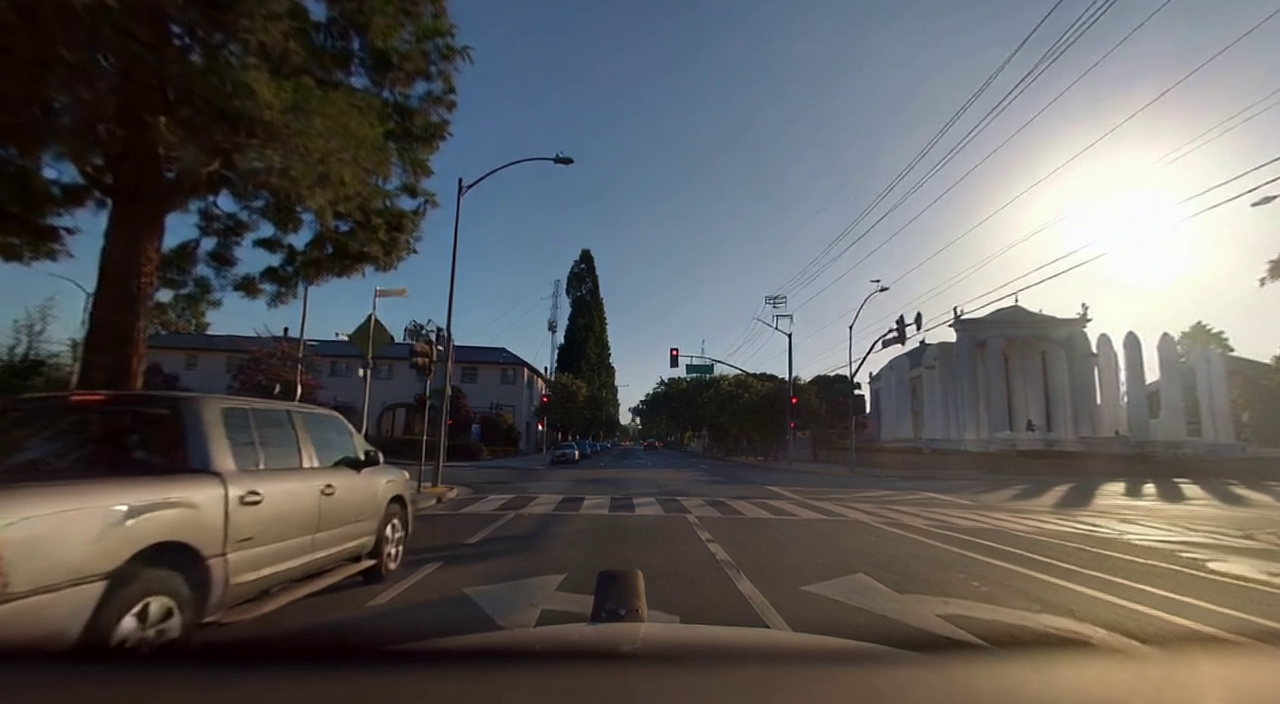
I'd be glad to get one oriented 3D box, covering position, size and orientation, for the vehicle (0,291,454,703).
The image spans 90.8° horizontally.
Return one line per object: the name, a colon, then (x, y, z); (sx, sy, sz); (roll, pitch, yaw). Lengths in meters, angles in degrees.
vehicle: (-3.319, 1.006, 3.939); (2.271, 1.885, 6.346); (0, -9, 1)
